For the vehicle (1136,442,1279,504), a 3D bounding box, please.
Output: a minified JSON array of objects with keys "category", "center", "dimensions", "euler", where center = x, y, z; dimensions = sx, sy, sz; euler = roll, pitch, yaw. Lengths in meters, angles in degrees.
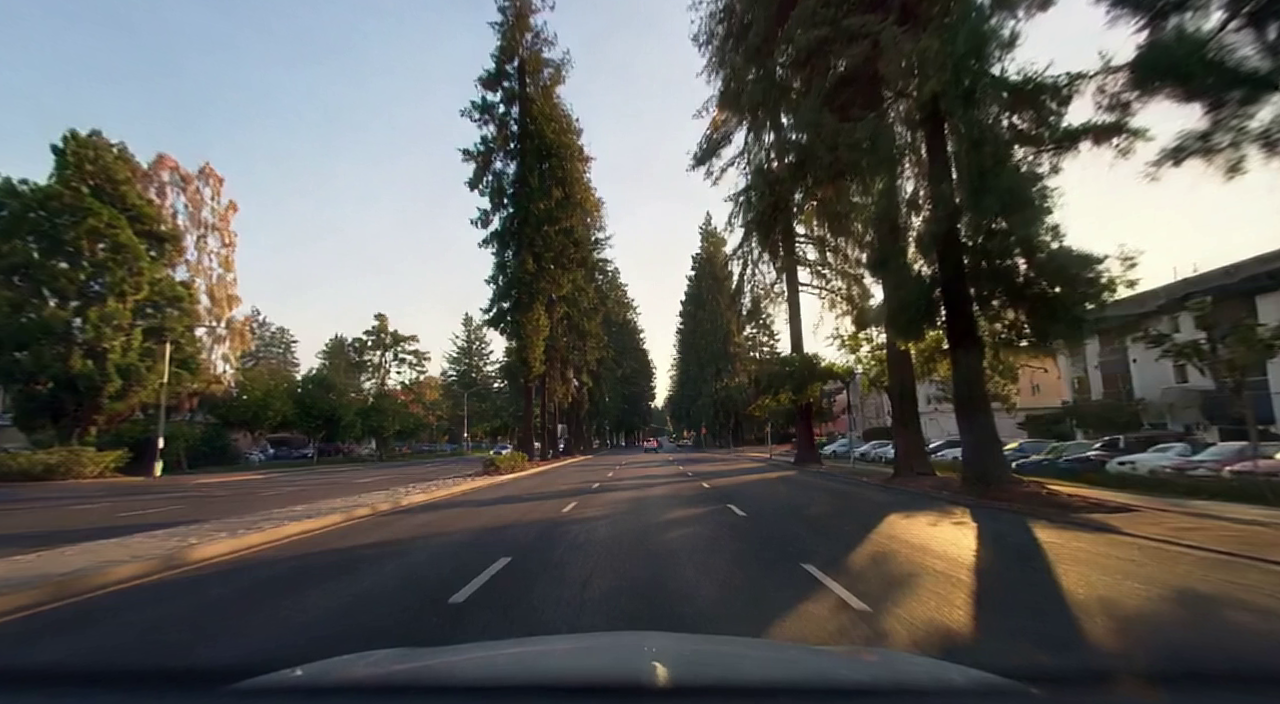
[{"category":"vehicle","center":[15.816,3.066,16.224],"dimensions":[4.263,1.457,2.078],"euler":[0,-8,1]}]
